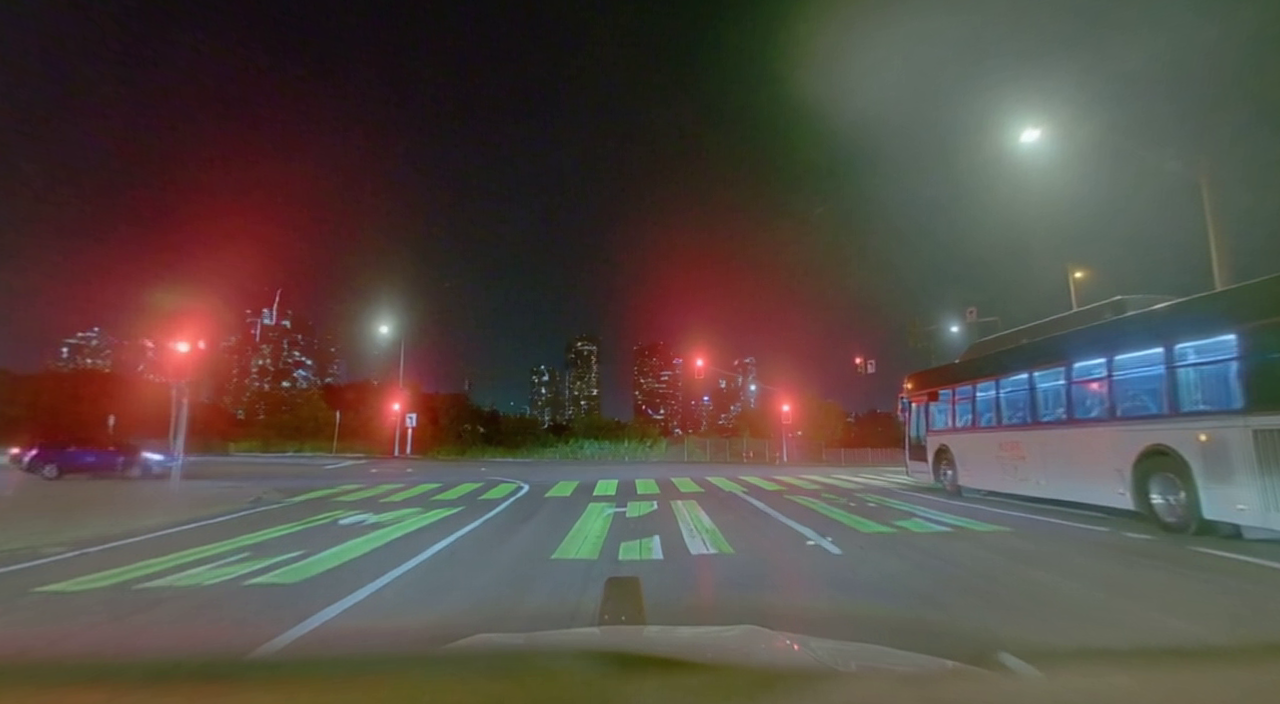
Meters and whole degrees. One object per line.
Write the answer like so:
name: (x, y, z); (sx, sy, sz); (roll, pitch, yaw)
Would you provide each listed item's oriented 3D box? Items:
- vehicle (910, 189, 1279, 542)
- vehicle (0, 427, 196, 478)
vehicle: (9.221, 0.905, 12.324); (2.916, 4.009, 13.397); (-1, -8, 4)
vehicle: (-19.381, 3.604, 22.773); (5.014, 1.675, 1.906); (3, -9, -19)
